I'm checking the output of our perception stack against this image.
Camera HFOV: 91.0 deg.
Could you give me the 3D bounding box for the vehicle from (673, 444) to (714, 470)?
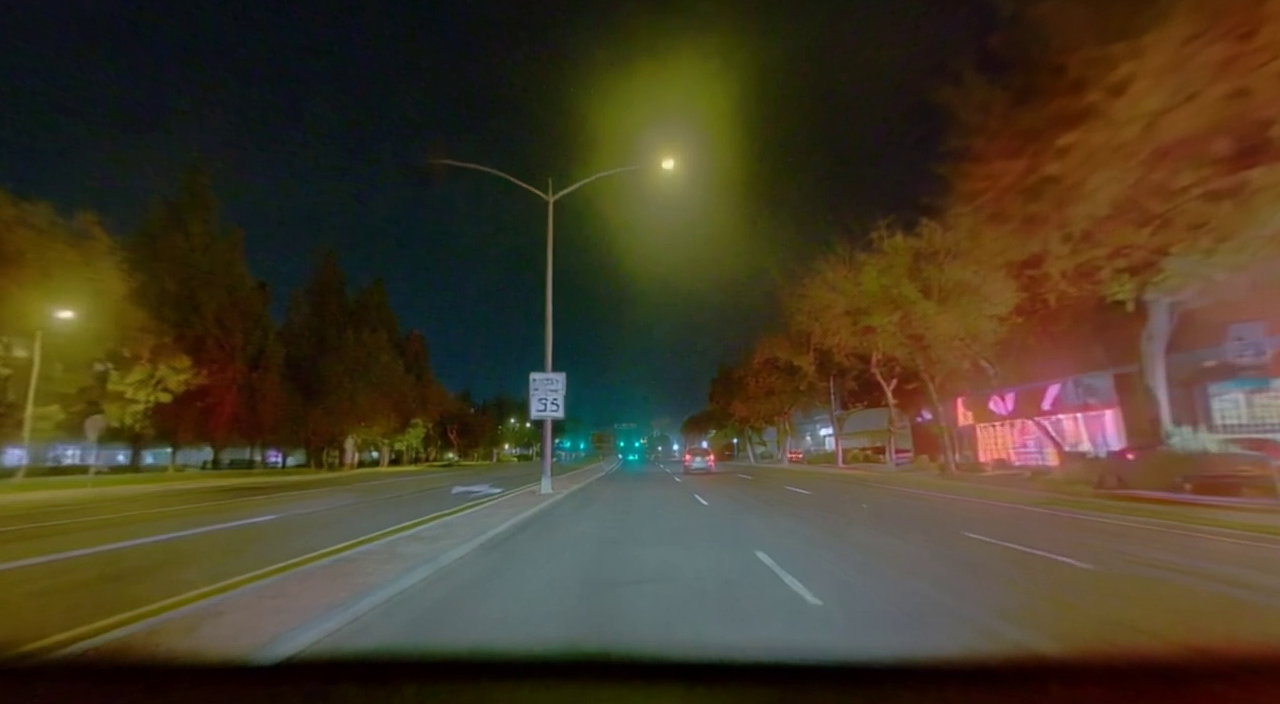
[{"bbox_3d":[3.276,6.486,39.177,2.015,1.479,4.444,0,-9,-2],"label":"vehicle"}]
